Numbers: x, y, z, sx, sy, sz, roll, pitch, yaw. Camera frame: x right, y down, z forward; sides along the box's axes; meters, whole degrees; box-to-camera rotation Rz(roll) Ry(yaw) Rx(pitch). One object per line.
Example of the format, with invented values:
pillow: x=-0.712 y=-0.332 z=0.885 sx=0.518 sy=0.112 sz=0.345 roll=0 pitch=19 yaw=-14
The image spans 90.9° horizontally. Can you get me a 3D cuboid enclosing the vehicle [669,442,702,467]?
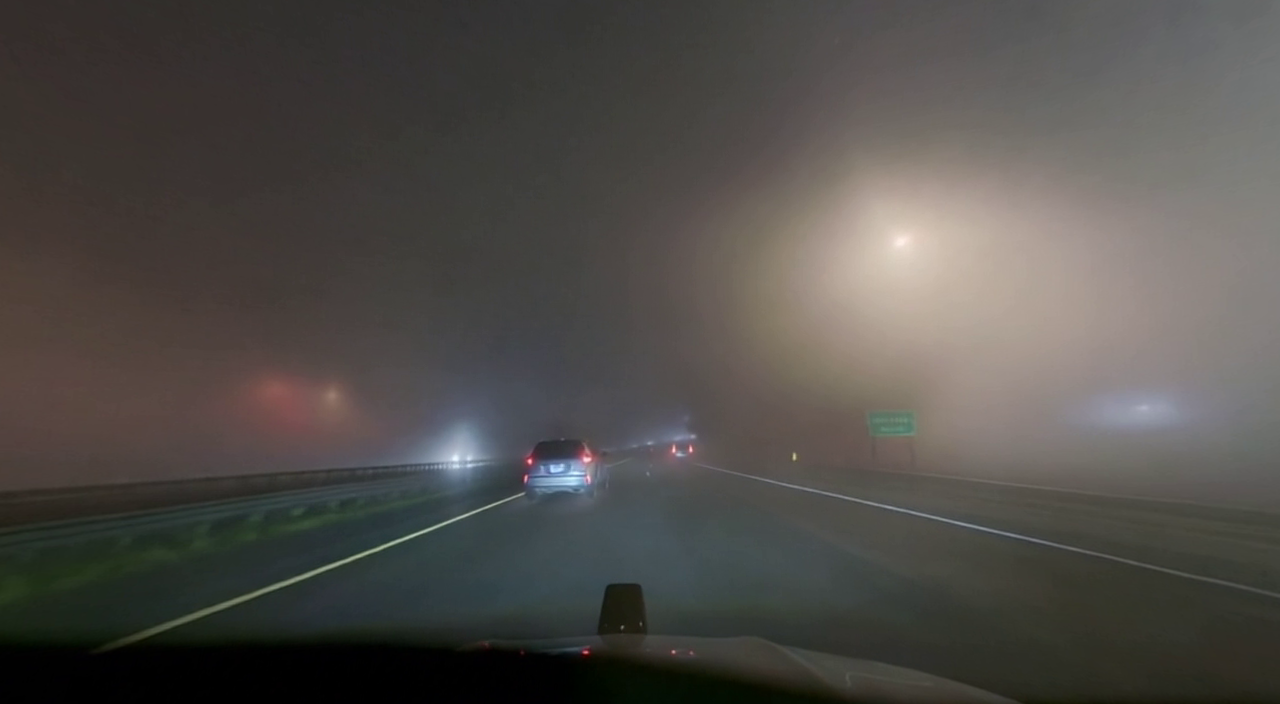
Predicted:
vehicle: x=3.186 y=7.263 z=44.805 sx=2.073 sy=1.621 sz=3.993 roll=-1 pitch=-9 yaw=1

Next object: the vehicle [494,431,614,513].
vehicle: x=-1.901 y=2.851 z=15.484 sx=2.143 sy=1.693 sz=4.513 roll=-1 pitch=-9 yaw=2
